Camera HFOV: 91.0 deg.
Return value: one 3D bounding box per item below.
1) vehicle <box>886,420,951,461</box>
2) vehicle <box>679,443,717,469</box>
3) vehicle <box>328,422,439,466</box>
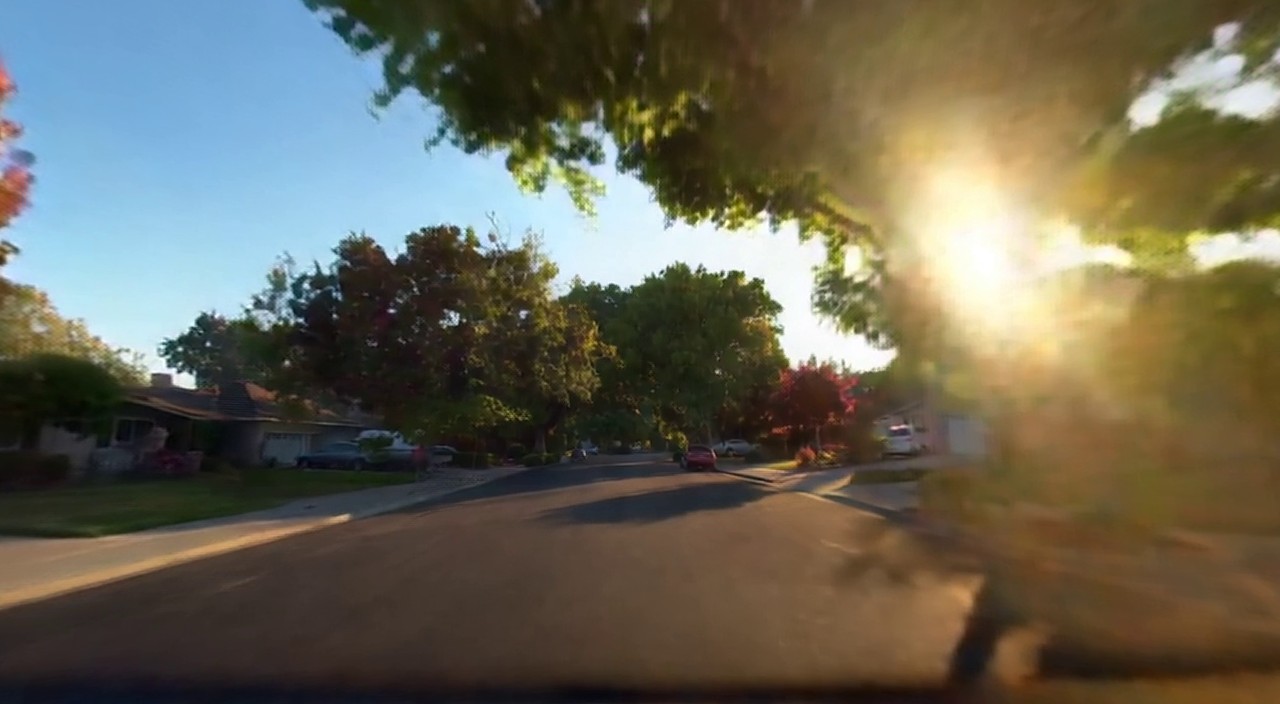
[{"bbox_3d":[14.633,4.650,32.946,2.222,1.963,4.670,-6,-10,33],"label":"vehicle"},{"bbox_3d":[3.572,6.508,39.554,2.011,1.521,4.292,0,-9,1],"label":"vehicle"},{"bbox_3d":[-17.175,6.213,42.396,6.381,2.645,2.703,-3,-9,9],"label":"vehicle"}]
